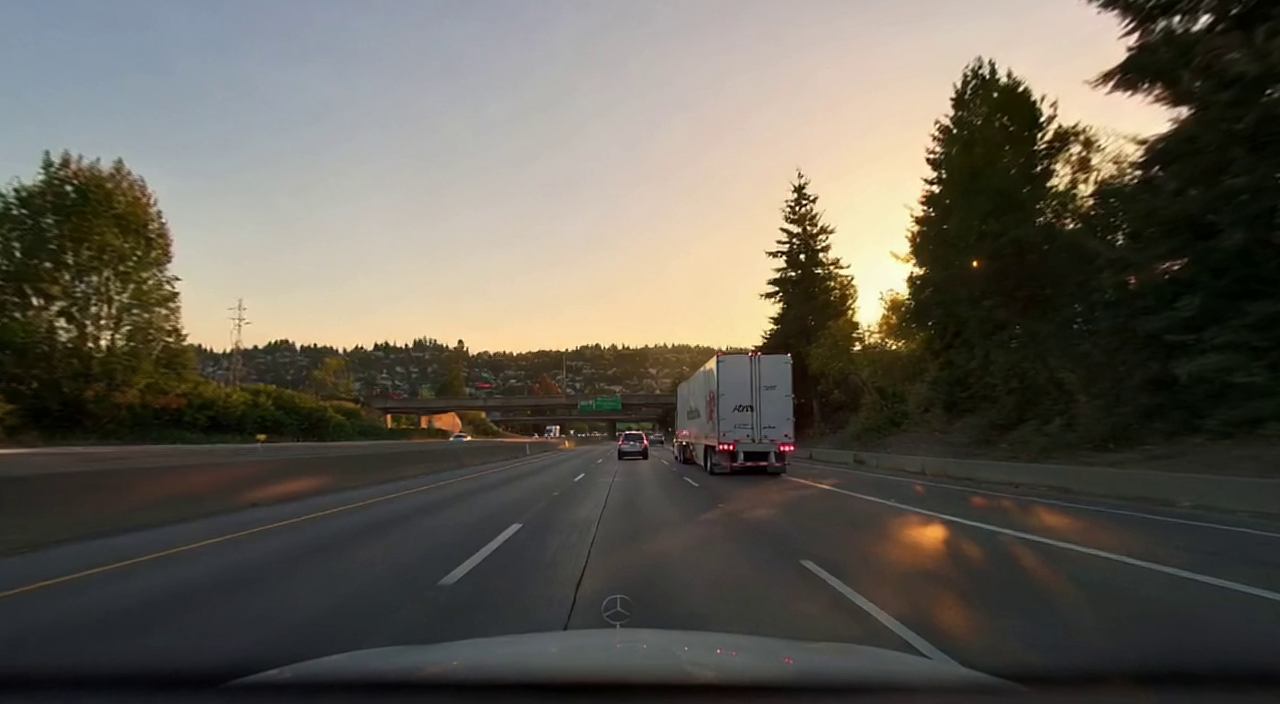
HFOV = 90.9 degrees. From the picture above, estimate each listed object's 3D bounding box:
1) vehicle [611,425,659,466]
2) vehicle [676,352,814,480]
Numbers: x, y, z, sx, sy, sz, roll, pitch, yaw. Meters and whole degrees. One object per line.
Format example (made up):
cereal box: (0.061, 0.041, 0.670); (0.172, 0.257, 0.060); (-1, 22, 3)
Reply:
vehicle: (-0.288, 4.743, 32.274); (2.277, 1.913, 4.510); (0, -8, -2)
vehicle: (3.687, 2.920, 26.843); (2.987, 4.021, 14.105); (0, -8, -2)
